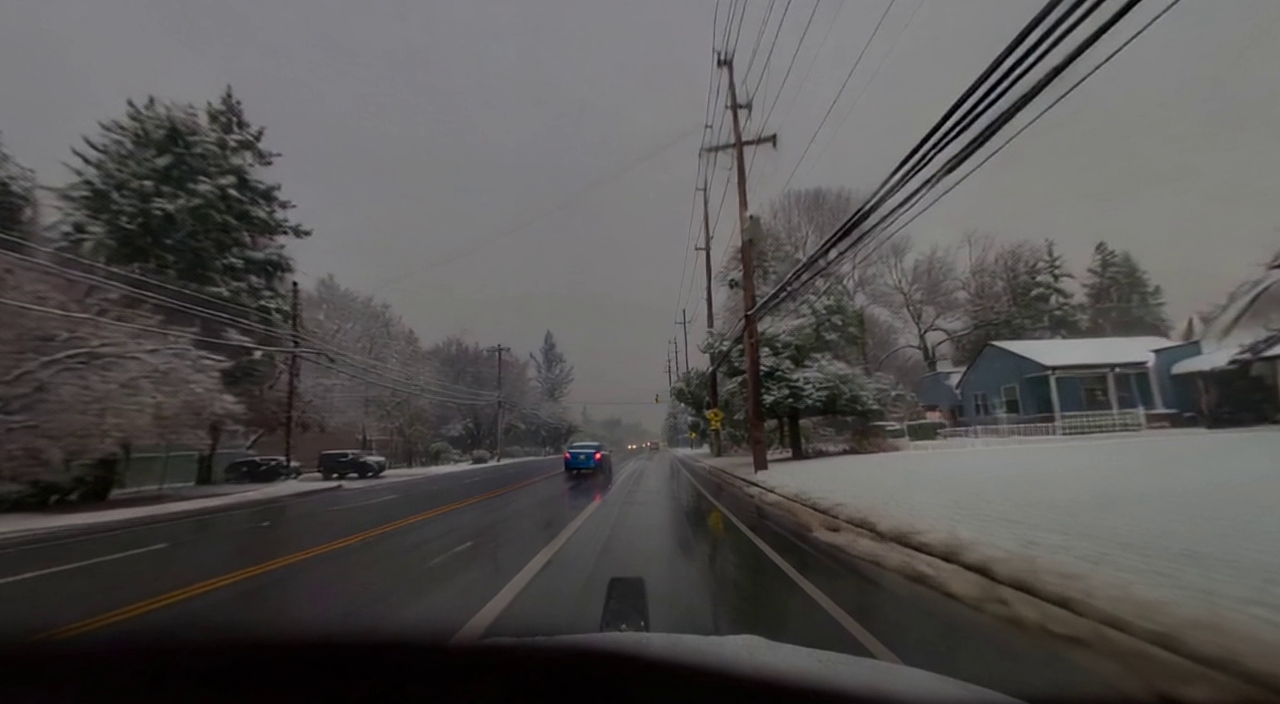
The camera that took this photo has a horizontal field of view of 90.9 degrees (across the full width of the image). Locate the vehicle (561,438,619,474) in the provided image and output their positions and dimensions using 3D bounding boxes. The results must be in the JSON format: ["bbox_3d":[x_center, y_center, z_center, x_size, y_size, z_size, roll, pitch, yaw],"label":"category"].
[{"bbox_3d":[-2.213,4.784,29.357,2.085,1.512,5.023,0,-8,2],"label":"vehicle"}]

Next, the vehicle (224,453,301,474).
[{"bbox_3d":[-26.951,7.966,45.127,4.223,1.458,1.969,0,-9,1],"label":"vehicle"}]

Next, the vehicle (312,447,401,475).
[{"bbox_3d":[-19.111,7.318,42.599,4.847,1.759,2.382,-1,-9,7],"label":"vehicle"}]
